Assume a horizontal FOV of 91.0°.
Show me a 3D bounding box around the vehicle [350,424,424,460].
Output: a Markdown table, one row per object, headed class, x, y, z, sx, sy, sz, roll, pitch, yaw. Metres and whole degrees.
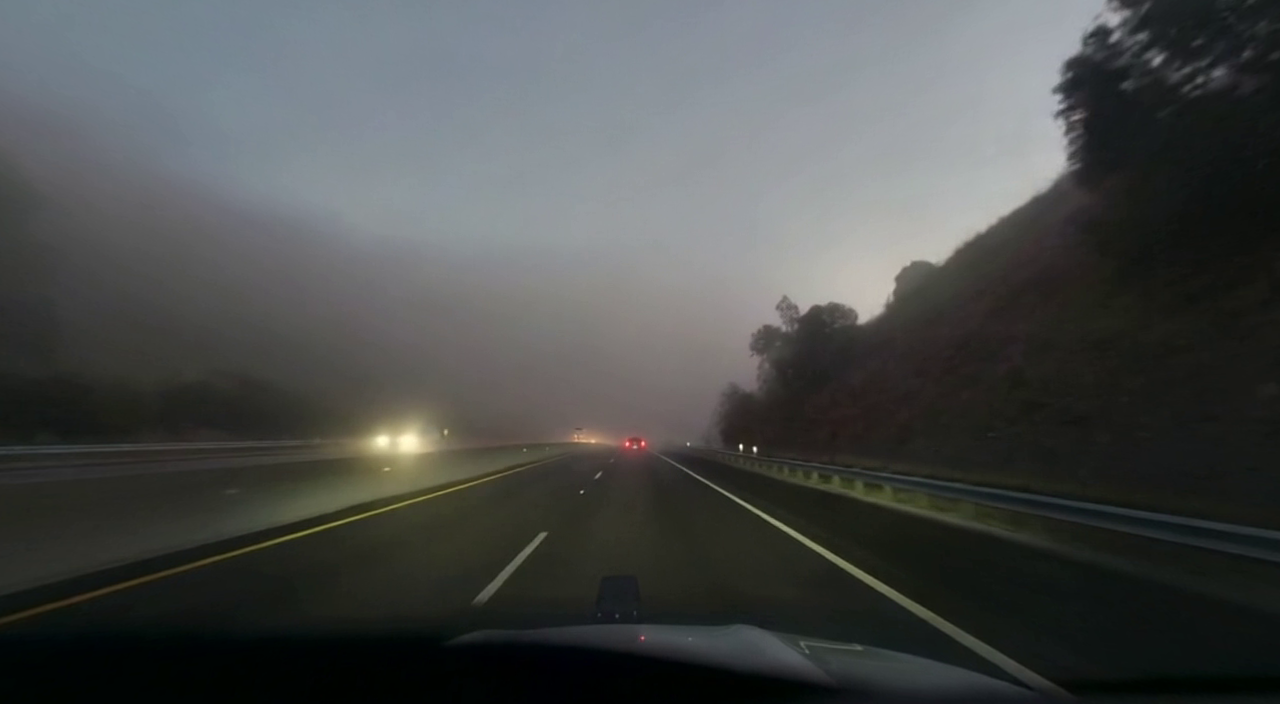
| class | x | y | z | sx | sy | sz | roll | pitch | yaw |
| --- | --- | --- | --- | --- | --- | --- | --- | --- | --- |
| vehicle | -14.465 | 5.208 | 36.415 | 2.104 | 1.922 | 5.192 | 0 | -8 | 0 |
